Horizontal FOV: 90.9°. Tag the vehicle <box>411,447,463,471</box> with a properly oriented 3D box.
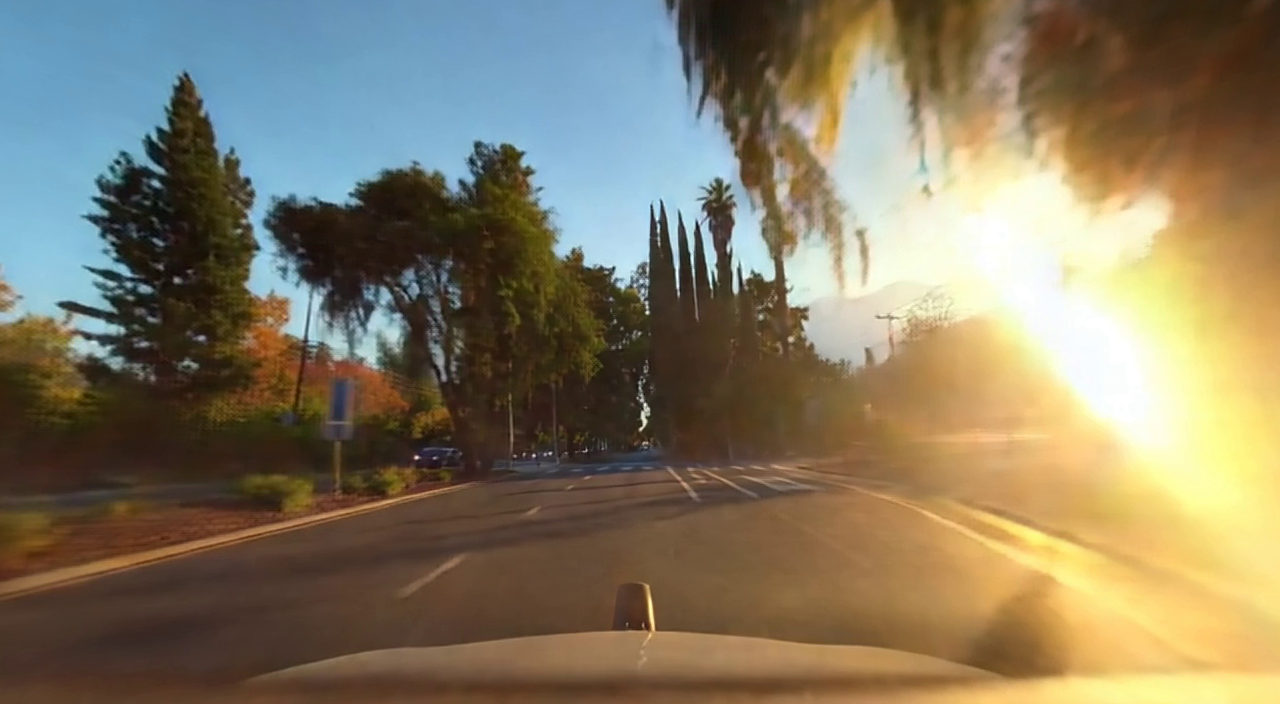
[{"bbox_3d":[-13.511,7.129,42.232,1.883,1.484,4.464,0,-8,1],"label":"vehicle"}]
